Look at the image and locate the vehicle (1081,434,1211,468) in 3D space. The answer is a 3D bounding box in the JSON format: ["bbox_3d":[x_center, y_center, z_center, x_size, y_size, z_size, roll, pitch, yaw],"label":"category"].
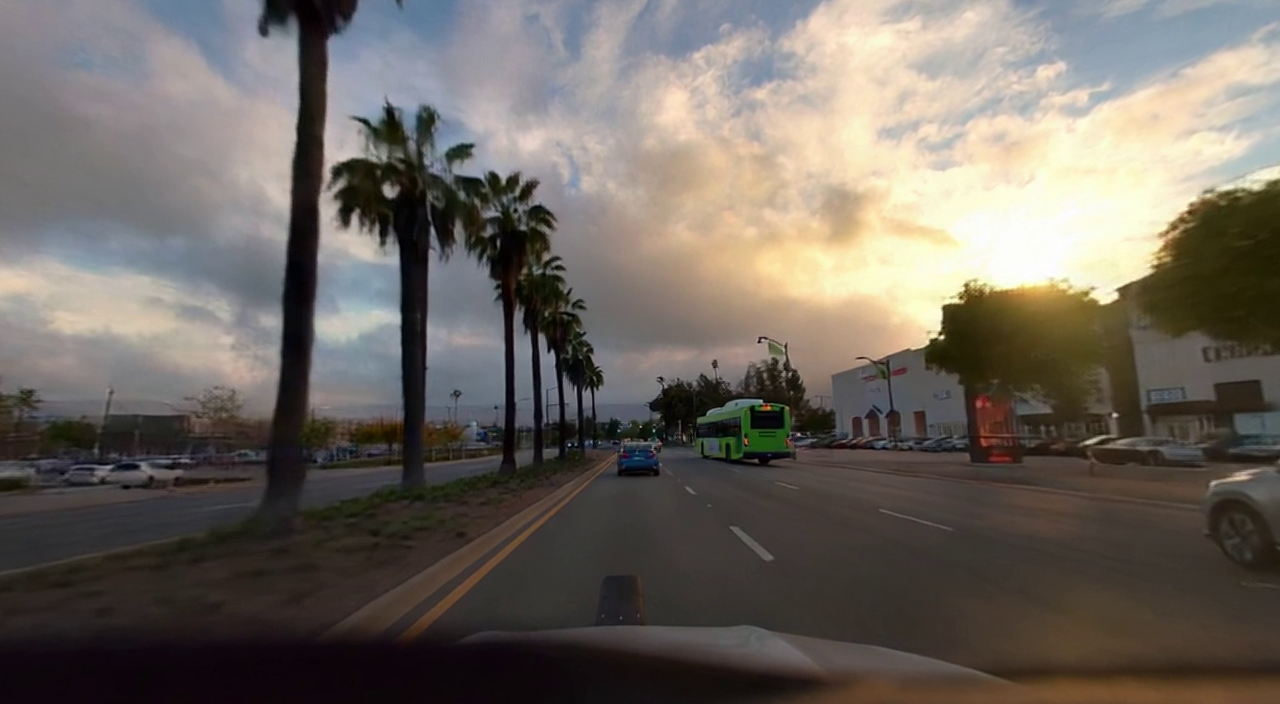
[{"bbox_3d":[23.047,4.525,28.901,4.229,1.428,1.883,0,-9,1],"label":"vehicle"}]

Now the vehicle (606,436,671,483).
[{"bbox_3d":[-0.078,3.765,22.354,2.065,1.477,4.306,0,-9,-1],"label":"vehicle"}]

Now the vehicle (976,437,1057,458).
[{"bbox_3d":[25.754,6.545,43.307,4.319,1.444,1.888,0,-9,-2],"label":"vehicle"}]

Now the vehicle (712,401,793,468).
[{"bbox_3d":[6.236,4.898,36.842,2.795,3.383,9.287,0,-9,-1],"label":"vehicle"}]

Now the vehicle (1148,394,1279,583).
[{"bbox_3d":[6.734,1.116,4.946,2.031,1.670,4.154,0,-9,1],"label":"vehicle"}]
